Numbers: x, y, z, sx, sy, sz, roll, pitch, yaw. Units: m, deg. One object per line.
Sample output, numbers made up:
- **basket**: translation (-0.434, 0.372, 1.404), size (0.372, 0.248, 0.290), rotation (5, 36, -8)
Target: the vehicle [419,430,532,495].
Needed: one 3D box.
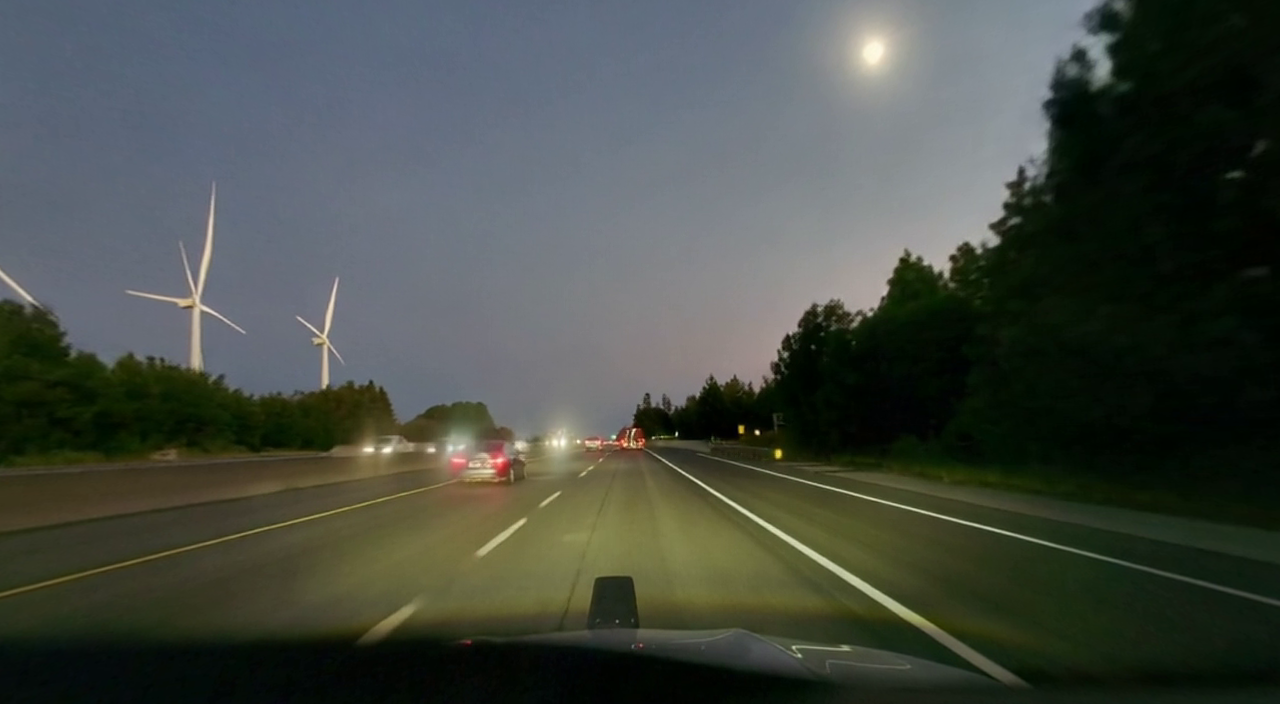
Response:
- **vehicle**: translation (-4.226, 2.889, 16.870), size (1.950, 1.511, 3.965), rotation (0, -8, 0)

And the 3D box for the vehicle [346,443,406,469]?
- **vehicle**: translation (-16.870, 6.630, 40.520), size (2.184, 1.556, 3.963), rotation (0, -8, -1)
